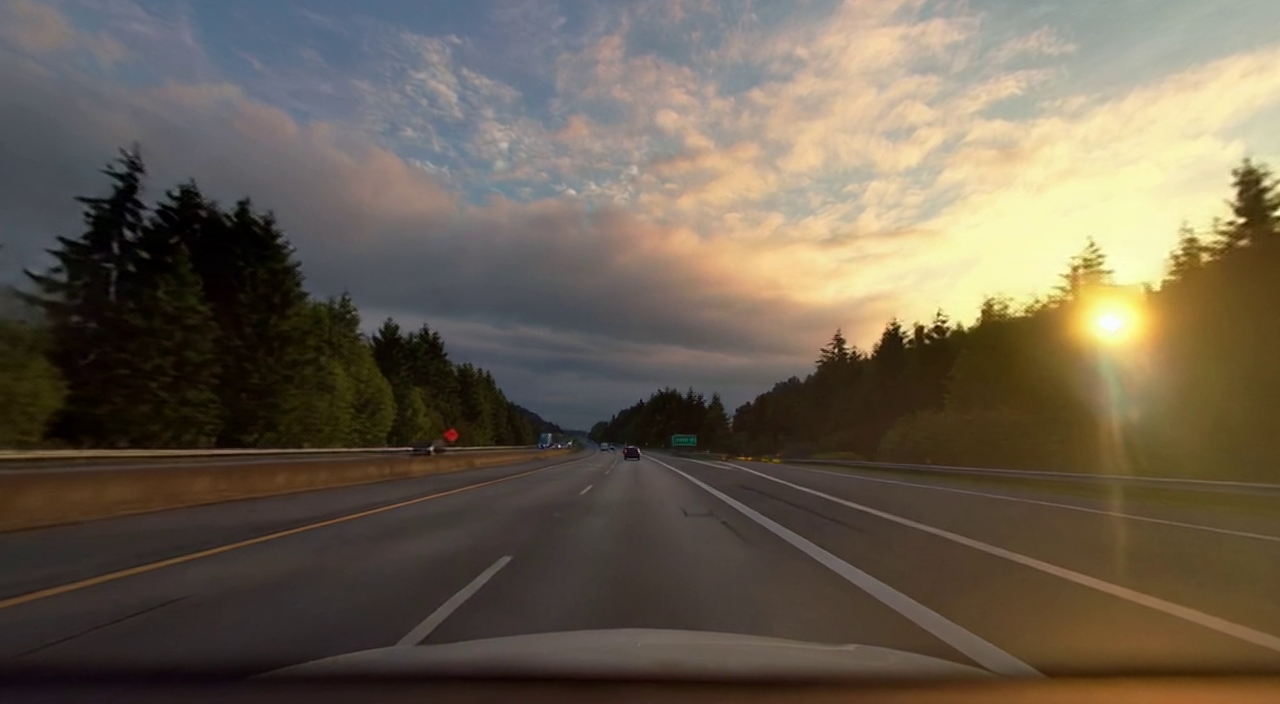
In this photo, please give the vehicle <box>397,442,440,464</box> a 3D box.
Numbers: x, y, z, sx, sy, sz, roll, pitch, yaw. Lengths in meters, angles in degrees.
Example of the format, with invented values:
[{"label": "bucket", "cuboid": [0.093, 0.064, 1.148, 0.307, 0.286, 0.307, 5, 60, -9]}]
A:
[{"label": "vehicle", "cuboid": [-15.213, 6.963, 43.496, 1.736, 1.432, 3.567, 0, -9, -2]}]
